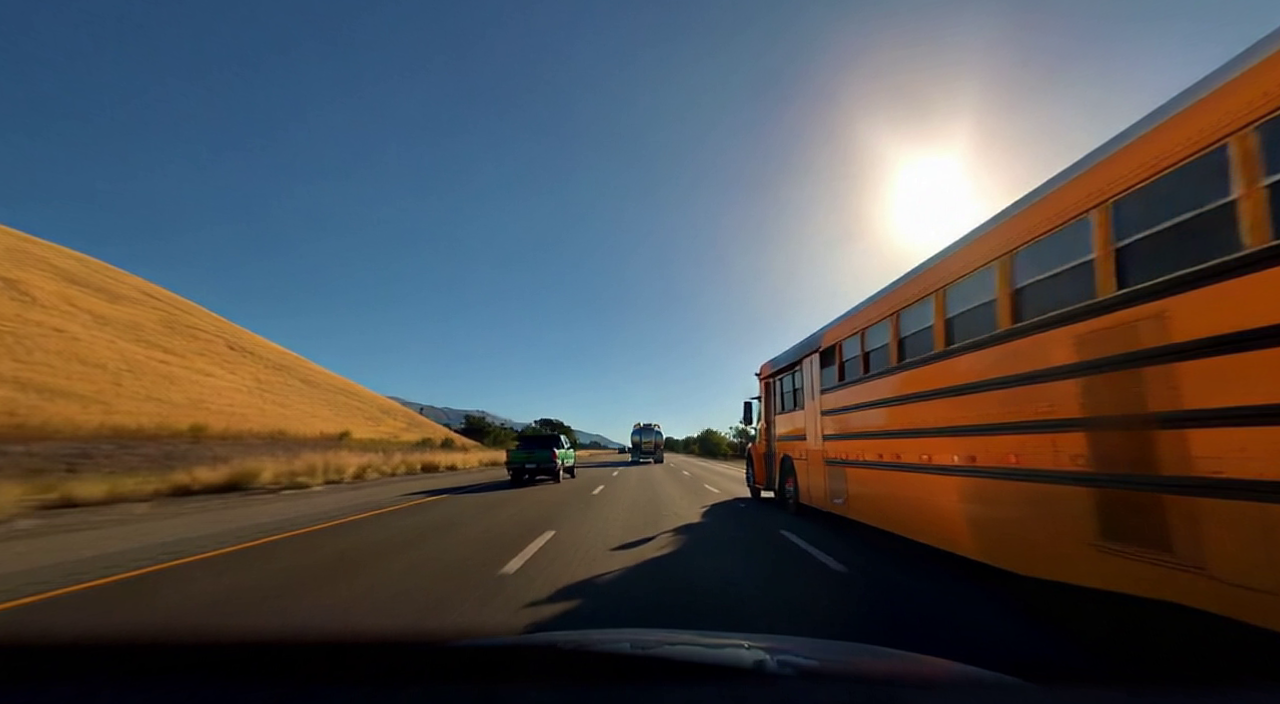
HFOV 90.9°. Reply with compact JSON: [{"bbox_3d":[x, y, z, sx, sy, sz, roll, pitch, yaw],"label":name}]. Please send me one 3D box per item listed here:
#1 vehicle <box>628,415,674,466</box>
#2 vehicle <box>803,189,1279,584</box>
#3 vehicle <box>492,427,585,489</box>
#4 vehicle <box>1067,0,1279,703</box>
[{"bbox_3d":[0.680,6.453,46.017,2.948,3.265,10.569,0,-8,-1],"label":"vehicle"},{"bbox_3d":[4.589,0.698,9.072,2.604,3.677,6.470,0,-8,-1],"label":"vehicle"},{"bbox_3d":[-3.421,3.720,22.589,2.241,1.927,5.833,0,-8,1],"label":"vehicle"},{"bbox_3d":[4.370,-0.377,0.783,2.716,3.705,7.018,0,-8,1],"label":"vehicle"}]
